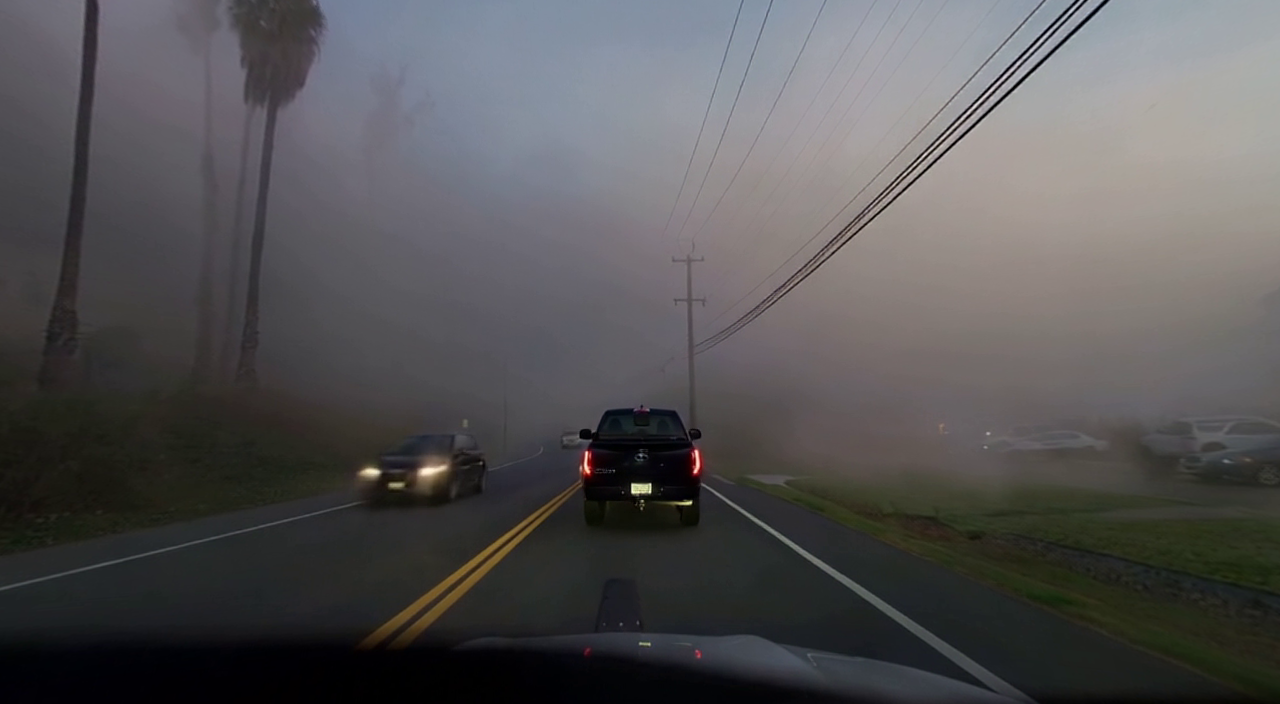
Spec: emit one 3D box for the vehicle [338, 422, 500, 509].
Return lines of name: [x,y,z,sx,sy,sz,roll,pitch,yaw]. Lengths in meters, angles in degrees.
vehicle: [-5.256,2.788,16.066,2.271,1.798,5.412,0,-8,-1]

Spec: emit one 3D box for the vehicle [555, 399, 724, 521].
vehicle: [0.013,2.266,13.714,2.848,2.047,5.885,0,-8,0]

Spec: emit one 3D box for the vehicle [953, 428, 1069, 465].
vehicle: [20.354,5.263,35.131,2.277,1.836,6.267,0,-9,-4]

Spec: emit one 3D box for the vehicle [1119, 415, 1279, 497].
vehicle: [16.077,2.870,17.791,2.338,1.917,6.076,-3,-9,20]
